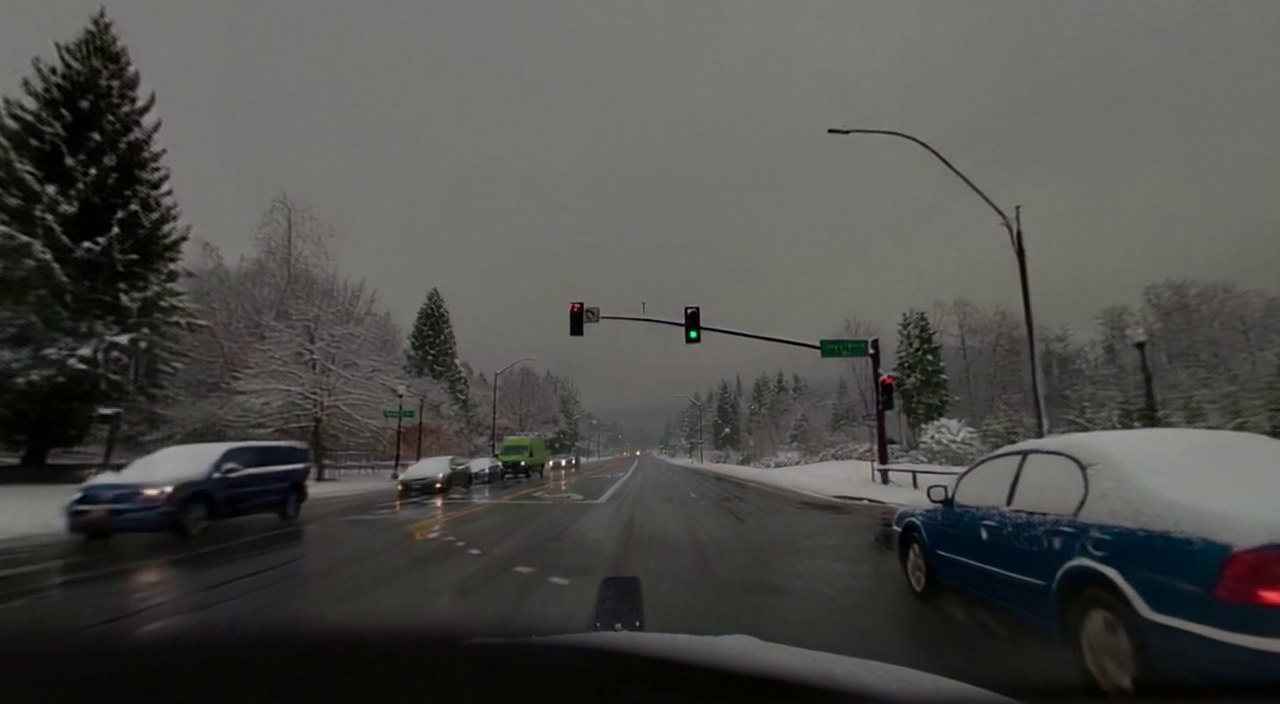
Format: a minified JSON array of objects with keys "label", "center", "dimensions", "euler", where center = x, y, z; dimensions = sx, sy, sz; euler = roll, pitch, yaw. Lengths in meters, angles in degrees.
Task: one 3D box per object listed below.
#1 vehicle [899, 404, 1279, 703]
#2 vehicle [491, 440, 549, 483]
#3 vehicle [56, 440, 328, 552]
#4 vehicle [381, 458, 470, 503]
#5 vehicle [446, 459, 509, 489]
[{"label":"vehicle","center":[3.938,1.302,4.592],"dimensions":[2.129,1.581,4.780],"euler":[0,-9,1]},{"label":"vehicle","center":[-8.256,7.572,44.226],"dimensions":[2.617,2.736,6.621],"euler":[-1,-9,1]},{"label":"vehicle","center":[-8.823,2.822,13.182],"dimensions":[2.130,1.874,4.691],"euler":[0,-9,1]},{"label":"vehicle","center":[-8.236,4.952,24.737],"dimensions":[1.906,1.468,4.686],"euler":[0,-9,-1]},{"label":"vehicle","center":[-8.747,6.618,34.538],"dimensions":[2.190,1.455,4.516],"euler":[0,-9,1]}]
